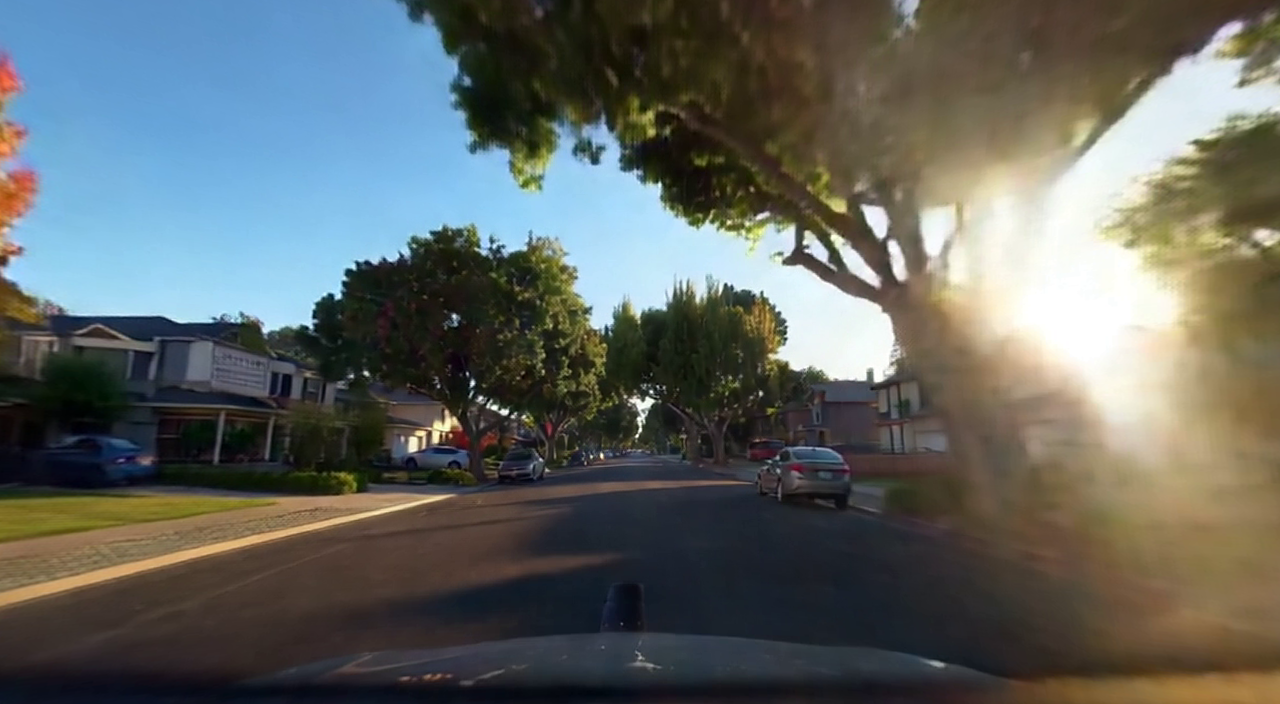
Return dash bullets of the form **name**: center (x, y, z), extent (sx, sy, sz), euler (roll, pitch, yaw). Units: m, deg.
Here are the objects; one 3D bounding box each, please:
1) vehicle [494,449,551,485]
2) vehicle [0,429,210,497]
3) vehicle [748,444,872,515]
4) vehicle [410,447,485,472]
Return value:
- **vehicle**: center (-5.793, 5.704, 31.637), extent (1.944, 1.621, 4.187), euler (-1, -9, 1)
- **vehicle**: center (-15.112, 3.077, 17.679), extent (4.530, 1.777, 2.107), euler (0, -9, -2)
- **vehicle**: center (4.211, 3.208, 16.484), extent (1.996, 1.585, 4.371), euler (0, -9, 0)
- **vehicle**: center (-12.329, 6.920, 40.669), extent (4.135, 1.567, 1.944), euler (0, -9, 2)
